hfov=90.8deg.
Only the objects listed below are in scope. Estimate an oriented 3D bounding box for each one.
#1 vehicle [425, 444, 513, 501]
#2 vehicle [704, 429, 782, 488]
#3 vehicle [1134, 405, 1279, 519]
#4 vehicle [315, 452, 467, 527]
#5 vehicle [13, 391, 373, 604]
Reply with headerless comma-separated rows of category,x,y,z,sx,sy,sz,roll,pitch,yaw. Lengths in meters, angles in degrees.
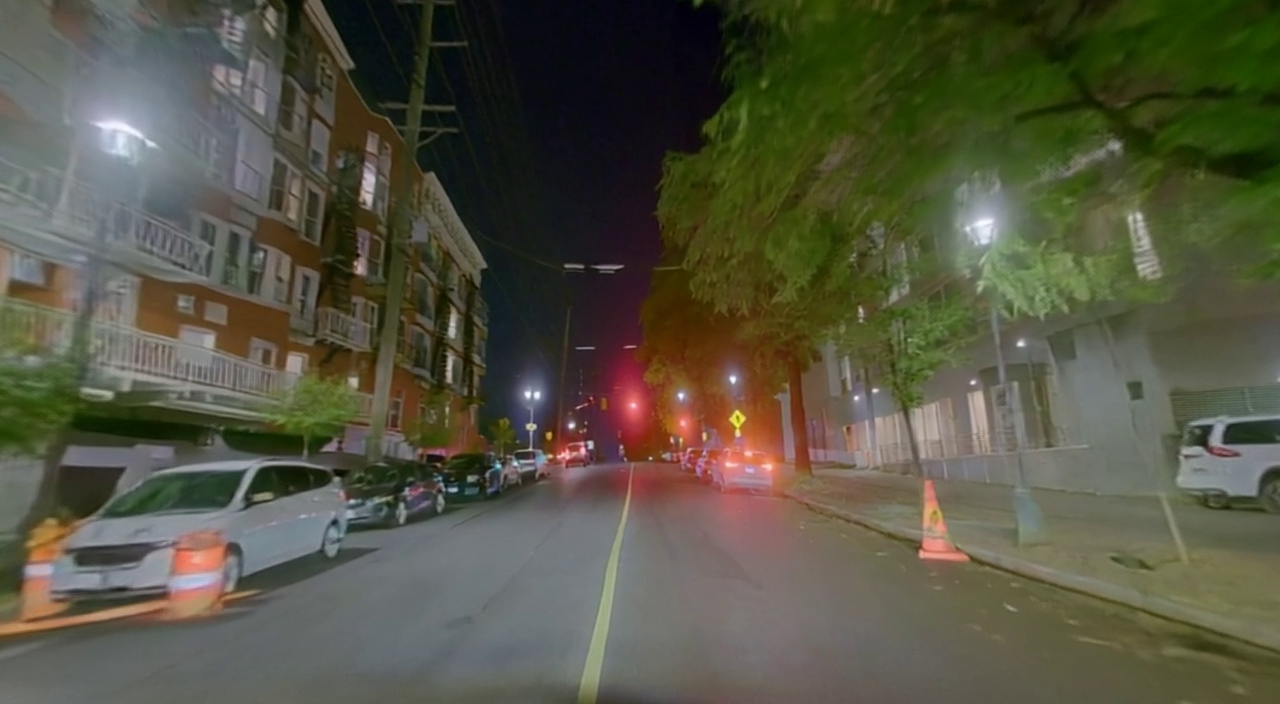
vehicle,-5.595,3.974,21.221,1.996,1.695,4.127,1,-9,-4
vehicle,3.745,4.096,23.762,1.994,1.857,4.393,2,-13,-3
vehicle,12.873,2.058,12.219,4.585,1.977,2.170,-2,-9,5
vehicle,-5.644,3.217,15.037,1.967,1.483,4.347,0,-11,-2
vehicle,-5.481,1.805,8.587,1.894,2.186,3.901,0,-9,1
